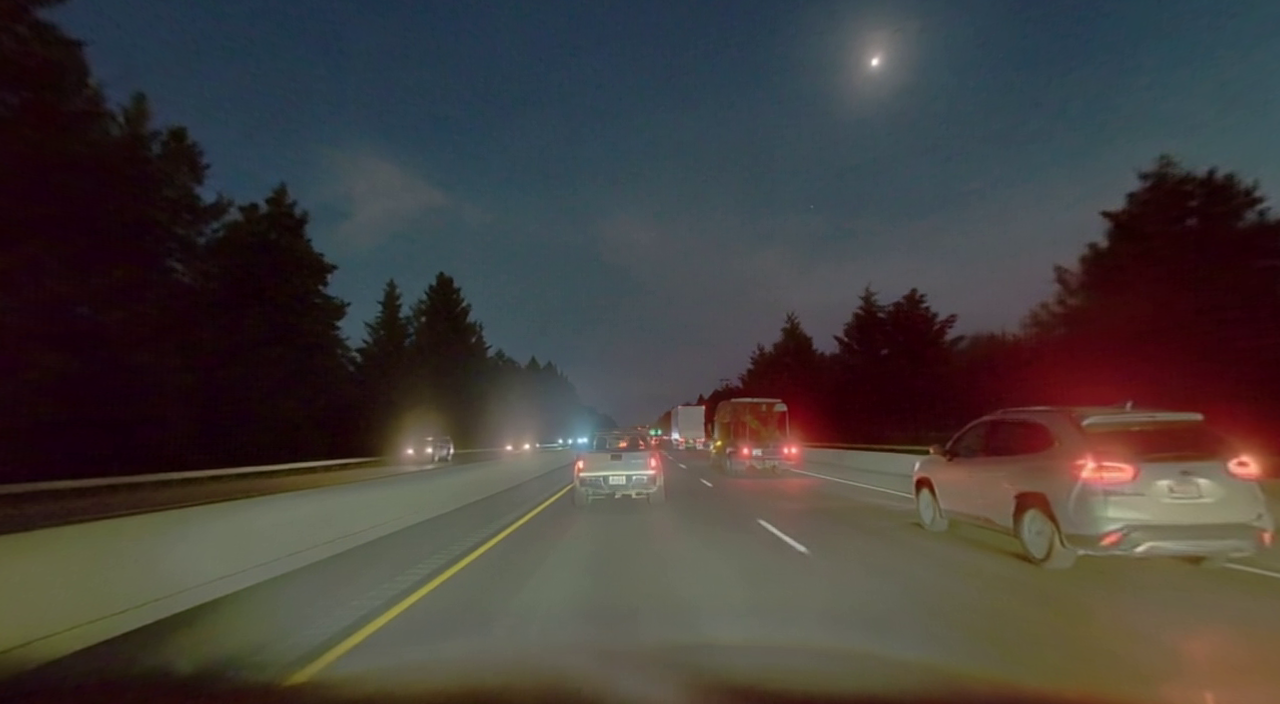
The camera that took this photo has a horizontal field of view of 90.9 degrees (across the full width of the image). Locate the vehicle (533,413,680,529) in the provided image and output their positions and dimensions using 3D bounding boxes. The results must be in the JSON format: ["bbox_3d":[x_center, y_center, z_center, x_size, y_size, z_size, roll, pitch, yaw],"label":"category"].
[{"bbox_3d":[-0.505,1.958,11.026,2.082,1.638,4.055,0,-8,-1],"label":"vehicle"}]

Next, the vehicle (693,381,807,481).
[{"bbox_3d":[3.720,2.960,23.550,2.723,3.027,8.478,0,-8,0],"label":"vehicle"}]

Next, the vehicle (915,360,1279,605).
[{"bbox_3d":[4.938,1.263,6.918,2.011,1.905,3.905,0,-8,0],"label":"vehicle"}]

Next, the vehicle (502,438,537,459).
[{"bbox_3d":[-8.829,7.059,46.312,1.756,1.446,3.661,0,-8,2],"label":"vehicle"}]

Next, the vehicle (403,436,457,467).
[{"bbox_3d":[-13.440,6.370,40.629,1.949,1.833,4.237,0,-8,1],"label":"vehicle"}]
